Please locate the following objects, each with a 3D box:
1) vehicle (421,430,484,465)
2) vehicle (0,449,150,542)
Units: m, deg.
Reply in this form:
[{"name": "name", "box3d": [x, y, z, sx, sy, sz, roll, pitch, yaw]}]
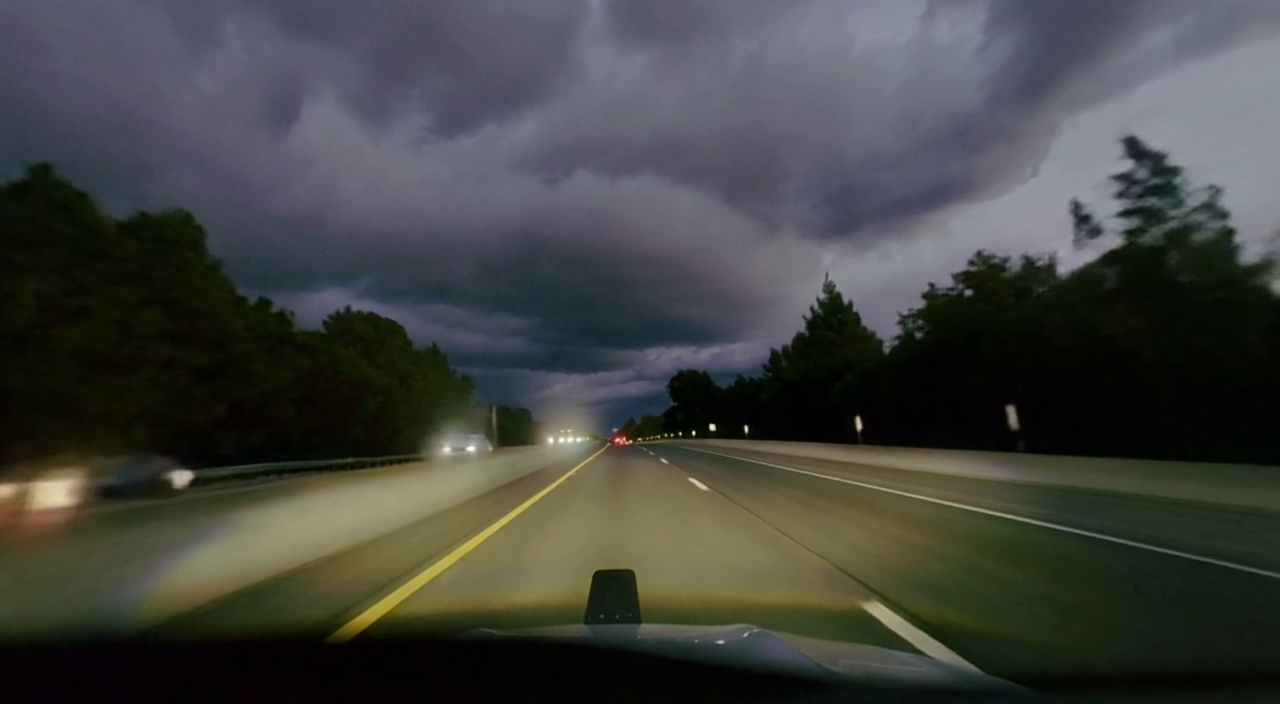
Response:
[{"name": "vehicle", "box3d": [-10.207, 5.201, 34.572, 2.268, 1.779, 4.159, 0, -8, -1]}, {"name": "vehicle", "box3d": [-14.086, 3.104, 14.172, 2.898, 1.726, 3.957, 0, -8, -1]}]
